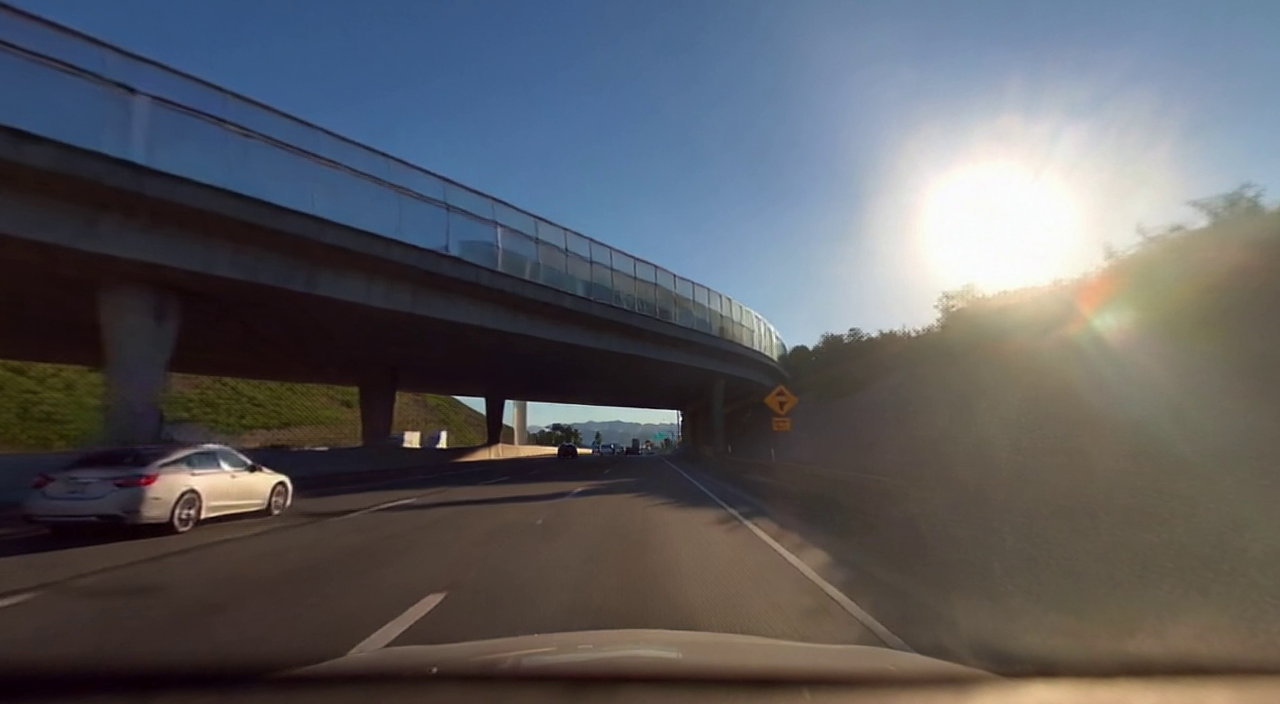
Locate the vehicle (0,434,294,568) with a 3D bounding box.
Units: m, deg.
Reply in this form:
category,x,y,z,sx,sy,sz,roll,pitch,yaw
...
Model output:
category,x,y,z,sx,sy,sz,roll,pitch,yaw
vehicle,-7.451,1.998,9.316,1.949,1.465,4.563,0,-8,1
